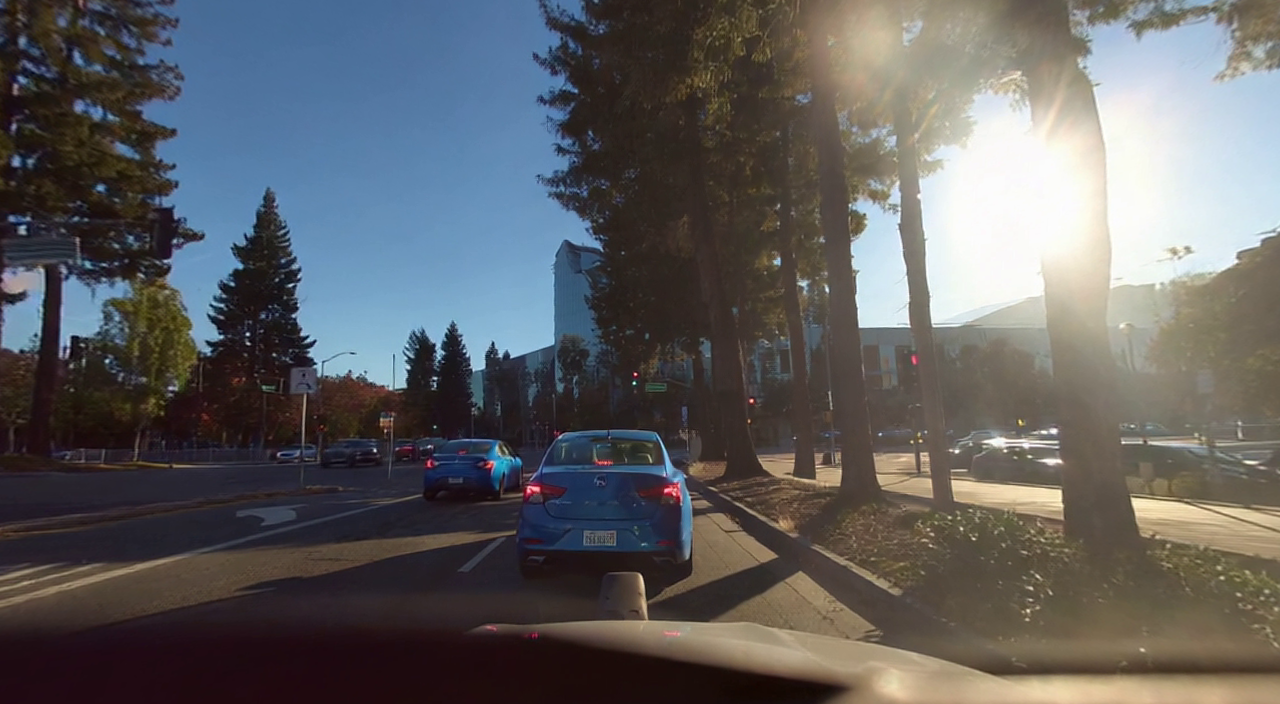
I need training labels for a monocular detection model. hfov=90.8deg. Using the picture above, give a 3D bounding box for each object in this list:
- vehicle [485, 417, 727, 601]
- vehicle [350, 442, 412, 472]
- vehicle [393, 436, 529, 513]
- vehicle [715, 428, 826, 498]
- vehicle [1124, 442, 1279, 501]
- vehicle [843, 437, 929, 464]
[{"bbox_3d":[-0.354,1.643,7.524,2.045,1.533,4.183,0,-8,-2],"label":"vehicle"},{"bbox_3d":[-16.614,6.749,40.791,2.101,1.776,4.550,0,-8,-1],"label":"vehicle"},{"bbox_3d":[-3.769,2.629,14.065,1.998,1.452,3.773,0,-8,-1],"label":"vehicle"},{"bbox_3d":[3.428,3.007,17.504,2.028,1.678,4.220,0,-8,-2],"label":"vehicle"},{"bbox_3d":[15.189,3.029,16.266,3.951,1.418,1.842,0,-8,-3],"label":"vehicle"},{"bbox_3d":[15.014,6.018,38.651,4.419,1.619,1.894,1,-9,-8],"label":"vehicle"}]
